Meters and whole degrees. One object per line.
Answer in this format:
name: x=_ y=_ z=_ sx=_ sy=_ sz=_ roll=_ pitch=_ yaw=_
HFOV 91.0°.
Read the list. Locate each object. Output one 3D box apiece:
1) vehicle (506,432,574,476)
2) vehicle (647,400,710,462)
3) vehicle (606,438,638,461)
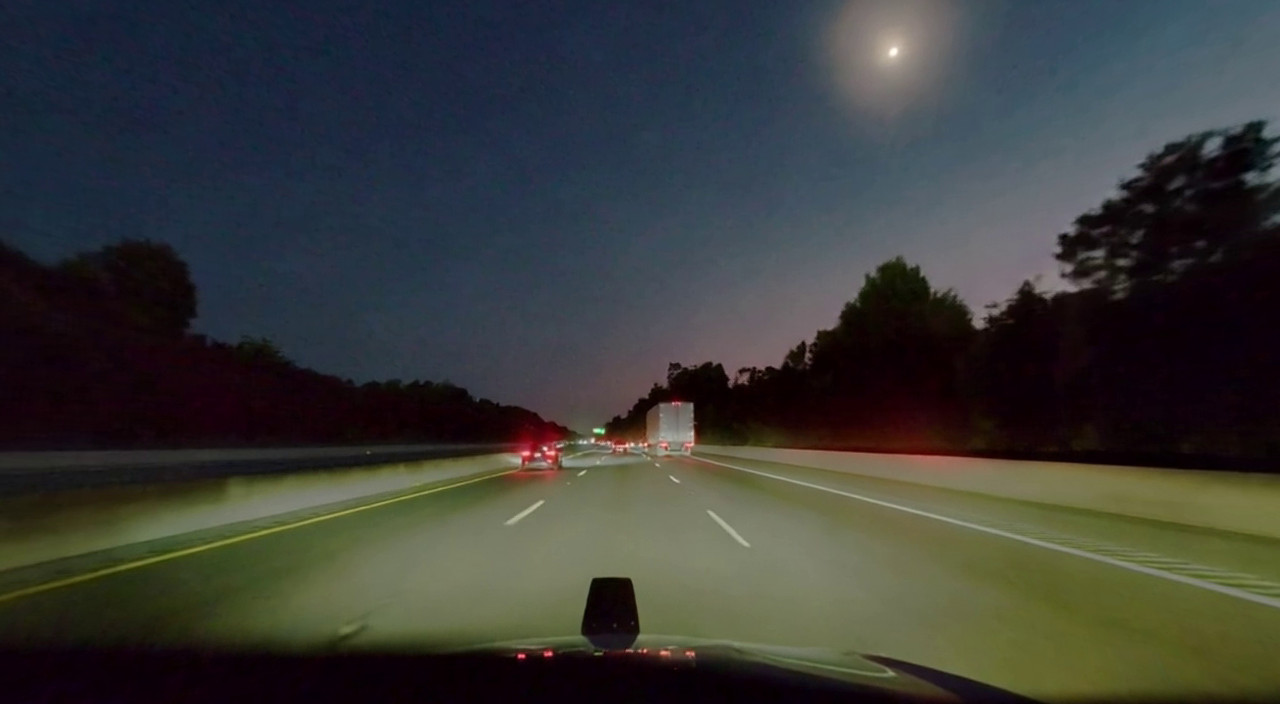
vehicle: x=-4.326 y=4.491 z=28.050 sx=2.377 sy=1.747 sz=4.703 roll=0 pitch=-8 yaw=-1
vehicle: x=2.588 y=6.167 z=48.356 sx=3.301 sy=4.034 sz=13.722 roll=0 pitch=-8 yaw=-3
vehicle: x=-1.295 y=6.844 z=44.253 sx=2.125 sy=1.542 sz=3.816 roll=0 pitch=-8 yaw=-2
